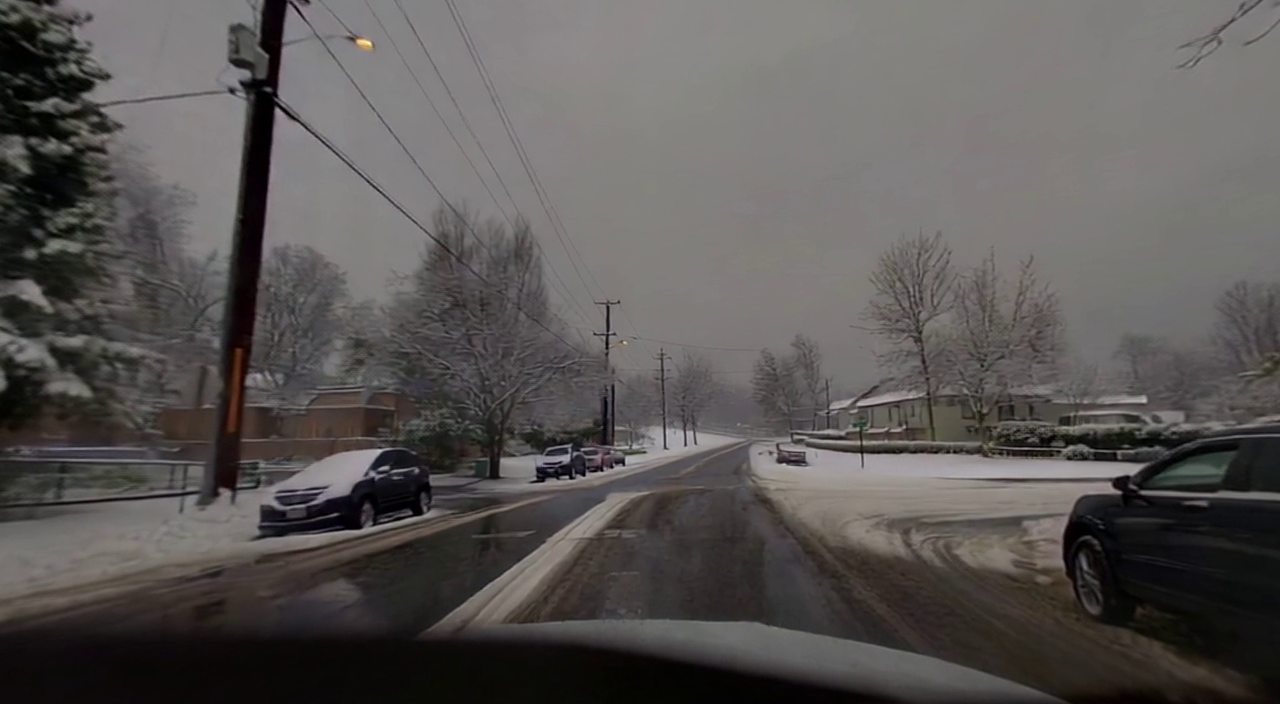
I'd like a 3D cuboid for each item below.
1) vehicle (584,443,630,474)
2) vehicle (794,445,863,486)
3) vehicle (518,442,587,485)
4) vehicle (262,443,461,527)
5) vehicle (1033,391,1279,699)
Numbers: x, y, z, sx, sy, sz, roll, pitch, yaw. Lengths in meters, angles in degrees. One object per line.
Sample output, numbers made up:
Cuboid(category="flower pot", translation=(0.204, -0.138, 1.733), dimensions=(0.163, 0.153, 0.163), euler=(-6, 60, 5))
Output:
Cuboid(category="vehicle", translation=(-2.131, 7.121, 42.081), dimensions=(1.953, 1.699, 4.234), euler=(-9, -11, 9))
Cuboid(category="vehicle", translation=(7.662, 4.607, 26.073), dimensions=(1.964, 1.515, 4.055), euler=(-1, -8, 6))
Cuboid(category="vehicle", translation=(-3.982, 5.173, 29.690), dimensions=(2.011, 1.801, 4.676), euler=(-1, -8, 7))
Cuboid(category="vehicle", translation=(-6.178, 3.032, 14.811), dimensions=(2.017, 1.582, 4.664), euler=(-3, -10, 9))
Cuboid(category="vehicle", translation=(4.633, 1.092, 3.692), dimensions=(2.180, 1.677, 4.432), euler=(-1, -8, 6))
